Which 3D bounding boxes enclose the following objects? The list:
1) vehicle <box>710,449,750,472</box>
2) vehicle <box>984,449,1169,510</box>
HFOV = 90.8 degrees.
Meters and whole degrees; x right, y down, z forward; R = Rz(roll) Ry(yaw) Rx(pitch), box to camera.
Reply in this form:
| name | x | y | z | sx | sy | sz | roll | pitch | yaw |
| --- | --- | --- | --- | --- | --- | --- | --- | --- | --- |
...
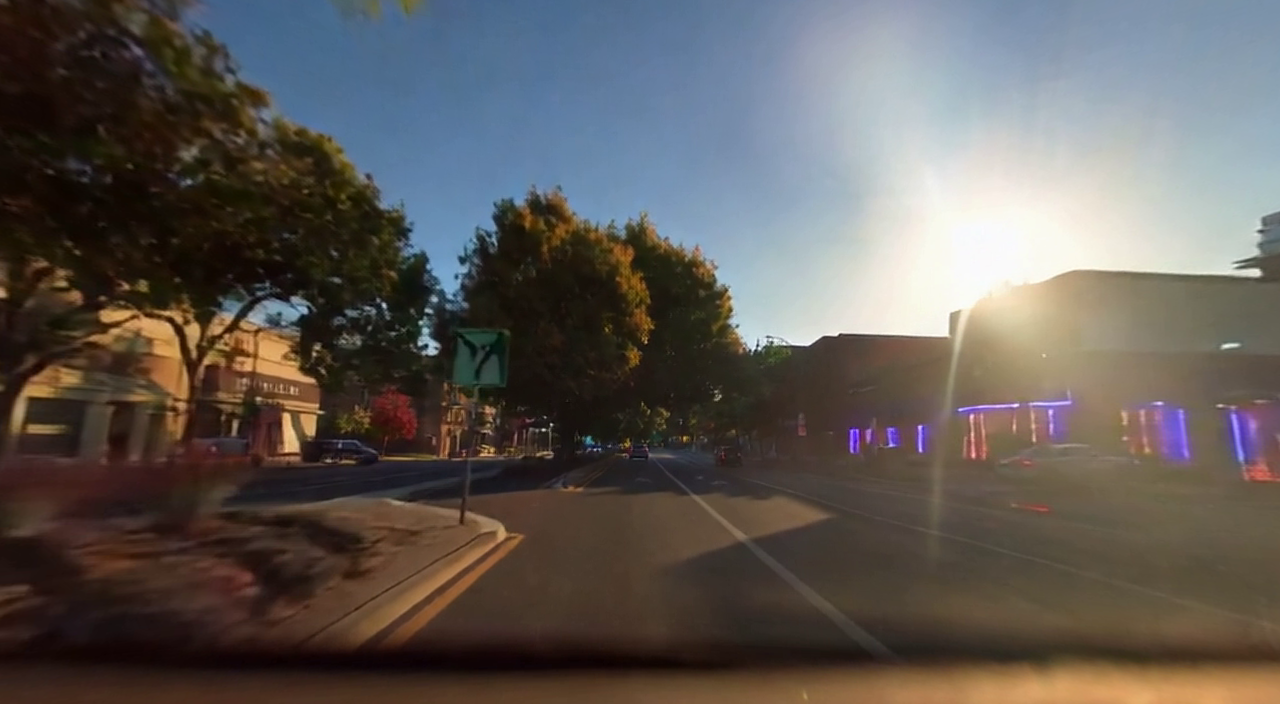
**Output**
| name | x | y | z | sx | sy | sz | roll | pitch | yaw |
| --- | --- | --- | --- | --- | --- | --- | --- | --- | --- |
| vehicle | 6.295 | 7.622 | 44.579 | 2.024 | 1.475 | 4.600 | 1 | -9 | -2 |
| vehicle | 13.482 | 3.945 | 19.730 | 4.281 | 1.719 | 1.983 | 1 | -9 | 0 |
